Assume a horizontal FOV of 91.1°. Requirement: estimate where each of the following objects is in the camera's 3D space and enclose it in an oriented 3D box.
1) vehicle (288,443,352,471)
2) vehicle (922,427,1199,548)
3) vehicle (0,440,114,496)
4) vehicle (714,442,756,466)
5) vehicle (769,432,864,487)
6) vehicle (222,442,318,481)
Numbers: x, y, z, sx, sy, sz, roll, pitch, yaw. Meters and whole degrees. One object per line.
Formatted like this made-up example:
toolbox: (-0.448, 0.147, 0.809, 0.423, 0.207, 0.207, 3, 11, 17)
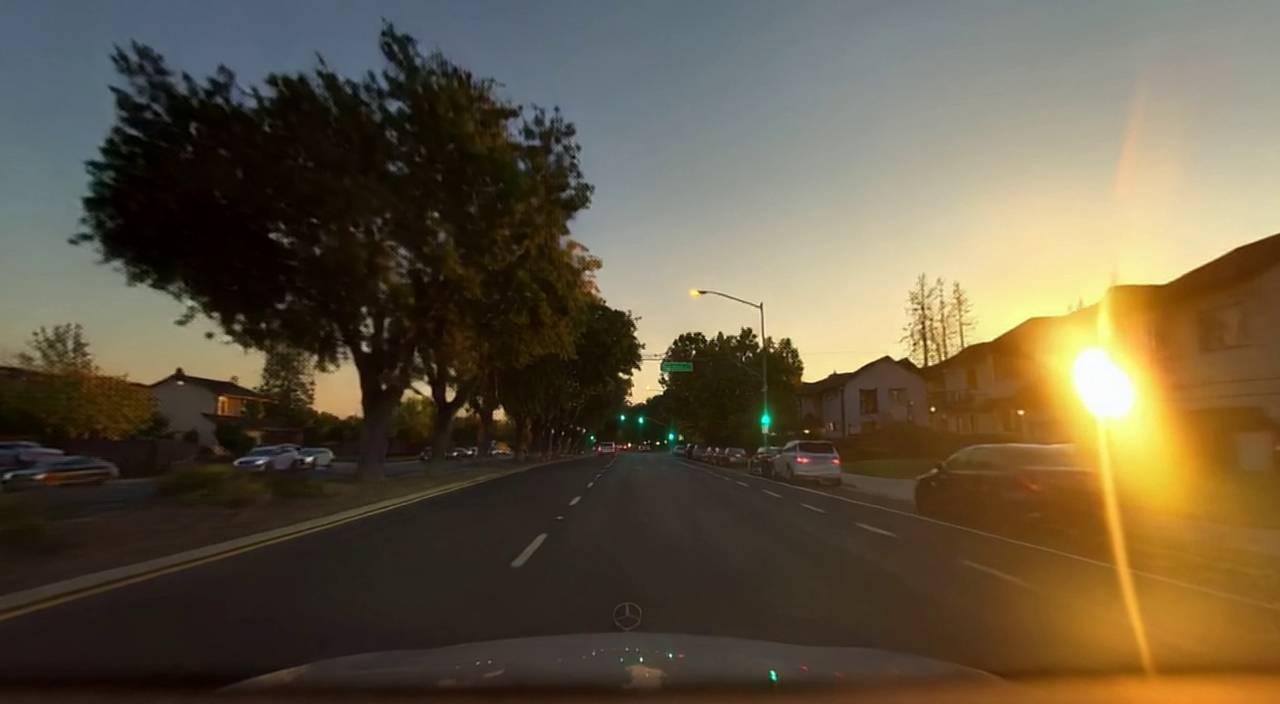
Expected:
vehicle: (-21.616, 7.095, 42.632, 1.965, 1.523, 4.798, -1, -6, -2)
vehicle: (6.940, 2.249, 11.123, 1.910, 1.686, 4.399, 0, -9, 1)
vehicle: (-21.633, 4.038, 22.290, 1.901, 1.785, 4.676, 0, -8, -2)
vehicle: (6.440, 6.936, 42.954, 1.922, 1.494, 4.772, 1, -8, -3)
vehicle: (6.539, 4.037, 23.964, 2.032, 1.844, 4.964, 0, -9, -2)
vehicle: (-21.210, 6.233, 36.355, 2.196, 1.854, 5.677, -1, -6, -1)
